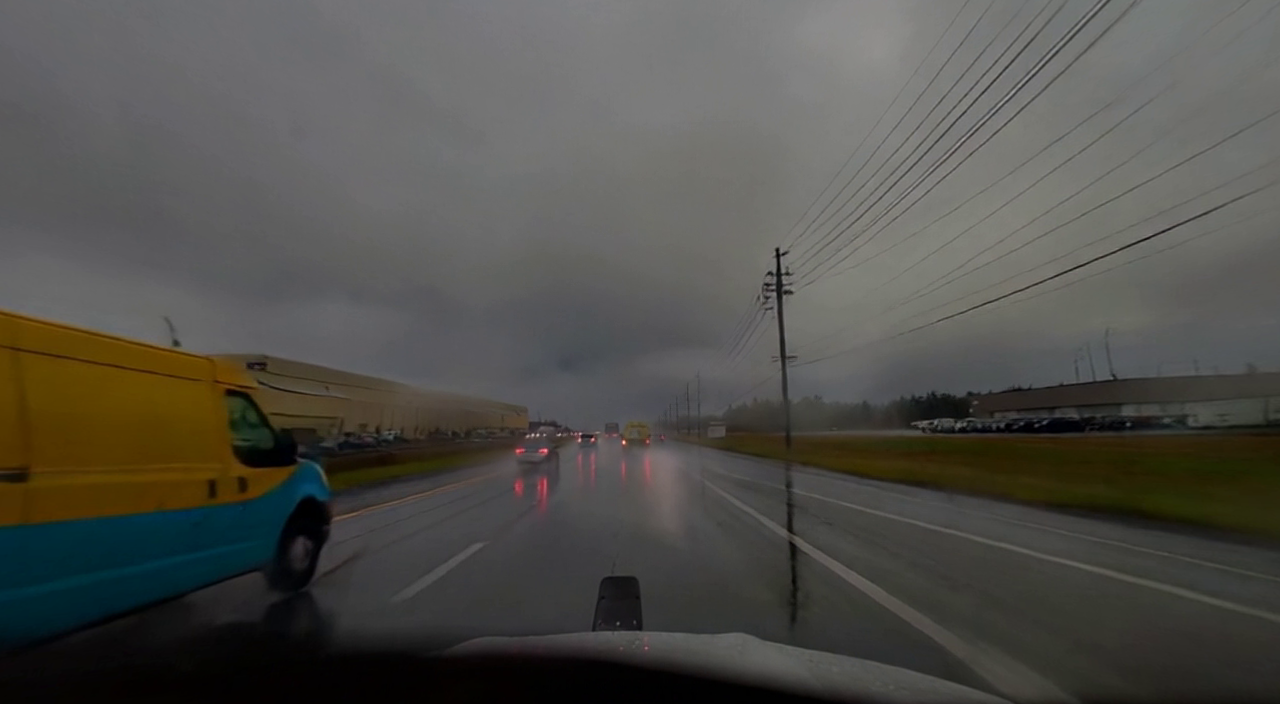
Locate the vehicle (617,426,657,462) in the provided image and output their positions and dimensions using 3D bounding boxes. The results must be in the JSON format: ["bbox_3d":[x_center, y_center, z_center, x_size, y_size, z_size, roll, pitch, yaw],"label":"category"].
[{"bbox_3d":[-0.198,5.470,37.471,2.213,1.997,4.456,0,-8,-1],"label":"vehicle"}]

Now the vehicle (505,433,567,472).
[{"bbox_3d":[-4.505,4.399,27.860,2.058,1.557,4.125,0,-8,0],"label":"vehicle"}]

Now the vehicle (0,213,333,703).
[{"bbox_3d":[-4.136,0.607,3.070,2.388,2.410,5.787,0,-8,-1],"label":"vehicle"}]
